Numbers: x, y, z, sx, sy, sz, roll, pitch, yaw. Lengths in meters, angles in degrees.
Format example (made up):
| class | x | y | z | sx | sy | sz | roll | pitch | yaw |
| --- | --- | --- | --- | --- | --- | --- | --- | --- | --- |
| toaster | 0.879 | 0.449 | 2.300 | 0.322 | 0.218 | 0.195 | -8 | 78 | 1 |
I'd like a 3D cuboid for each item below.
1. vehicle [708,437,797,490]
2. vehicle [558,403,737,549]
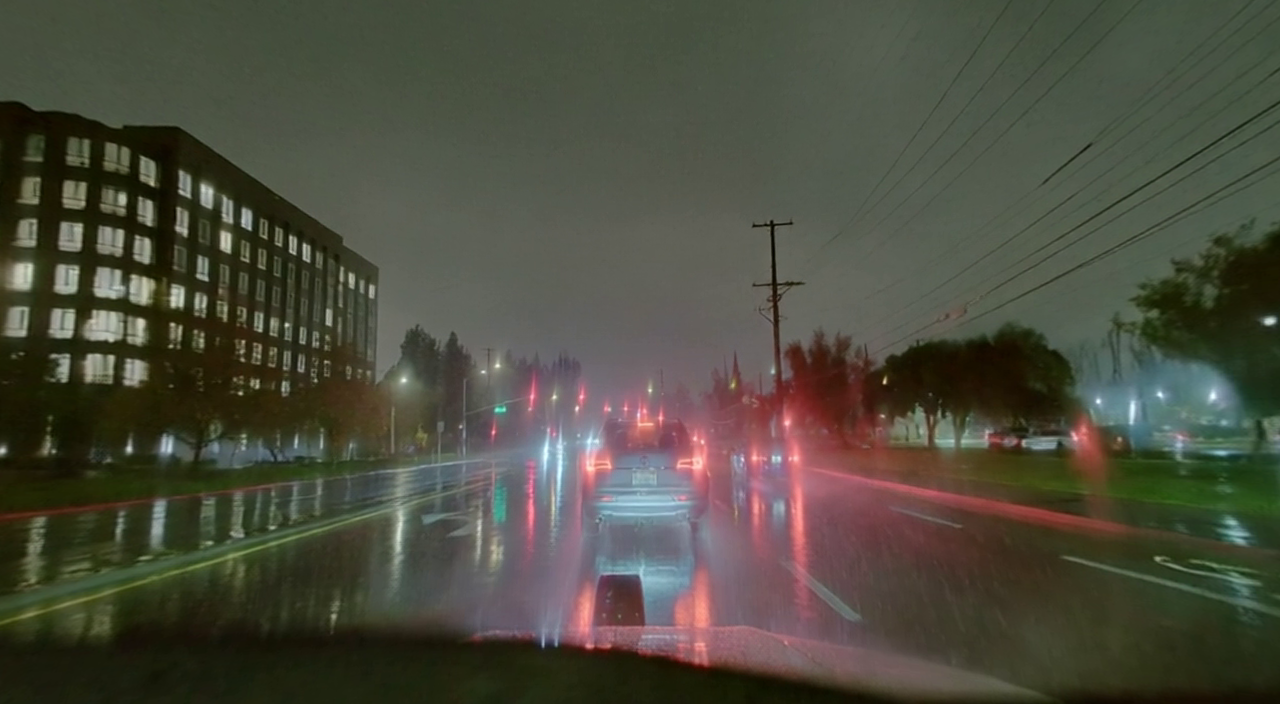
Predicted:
| class | x | y | z | sx | sy | sz | roll | pitch | yaw |
| --- | --- | --- | --- | --- | --- | --- | --- | --- | --- |
| vehicle | 3.394 | 3.481 | 20.035 | 1.990 | 1.482 | 4.575 | 0 | -9 | 0 |
| vehicle | 0.096 | 1.852 | 10.011 | 2.189 | 1.776 | 4.342 | 0 | -9 | 0 |
